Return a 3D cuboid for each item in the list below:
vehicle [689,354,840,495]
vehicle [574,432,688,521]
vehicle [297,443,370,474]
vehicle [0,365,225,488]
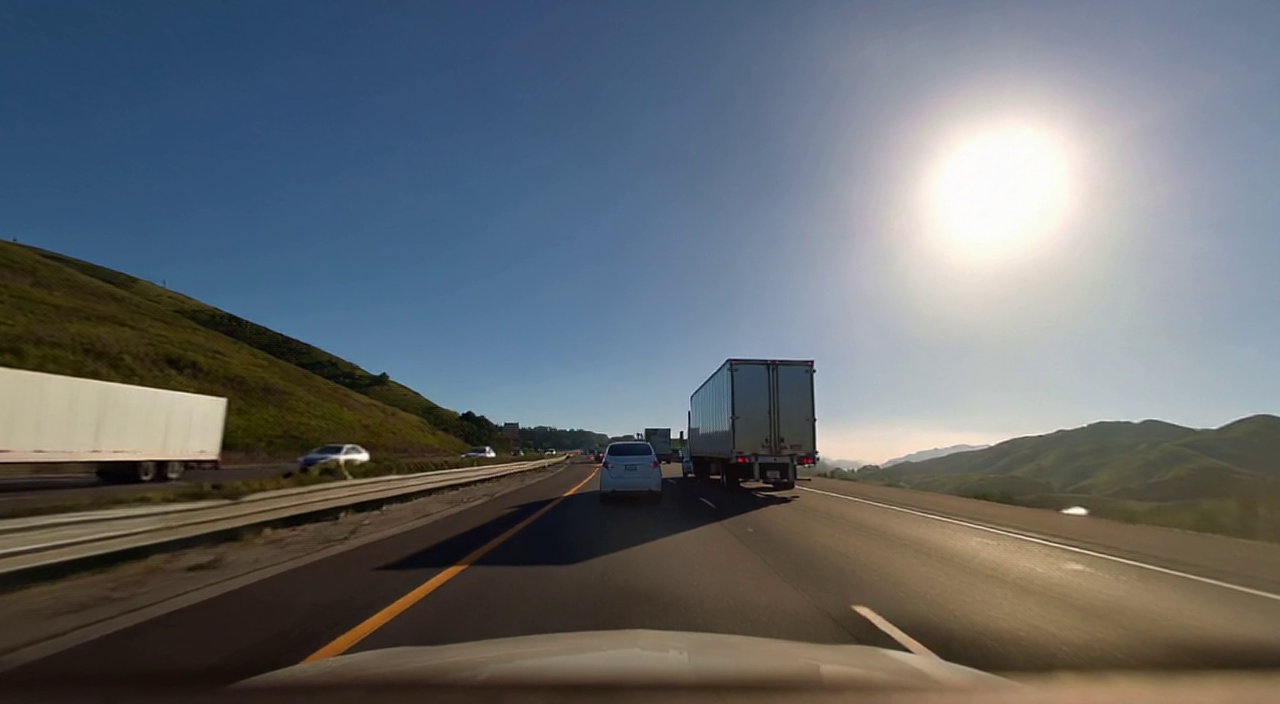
[{"bbox_3d":[4.076,3.133,25.017,2.812,4.024,14.098,0,-9,-1],"label":"vehicle"},{"bbox_3d":[-0.196,2.622,13.740,2.109,1.639,3.768,0,-9,-1],"label":"vehicle"},{"bbox_3d":[-15.895,5.560,32.955,1.834,1.485,3.962,0,-9,-1],"label":"vehicle"},{"bbox_3d":[-19.632,2.901,23.316,2.842,3.712,8.403,0,-9,0],"label":"vehicle"}]
